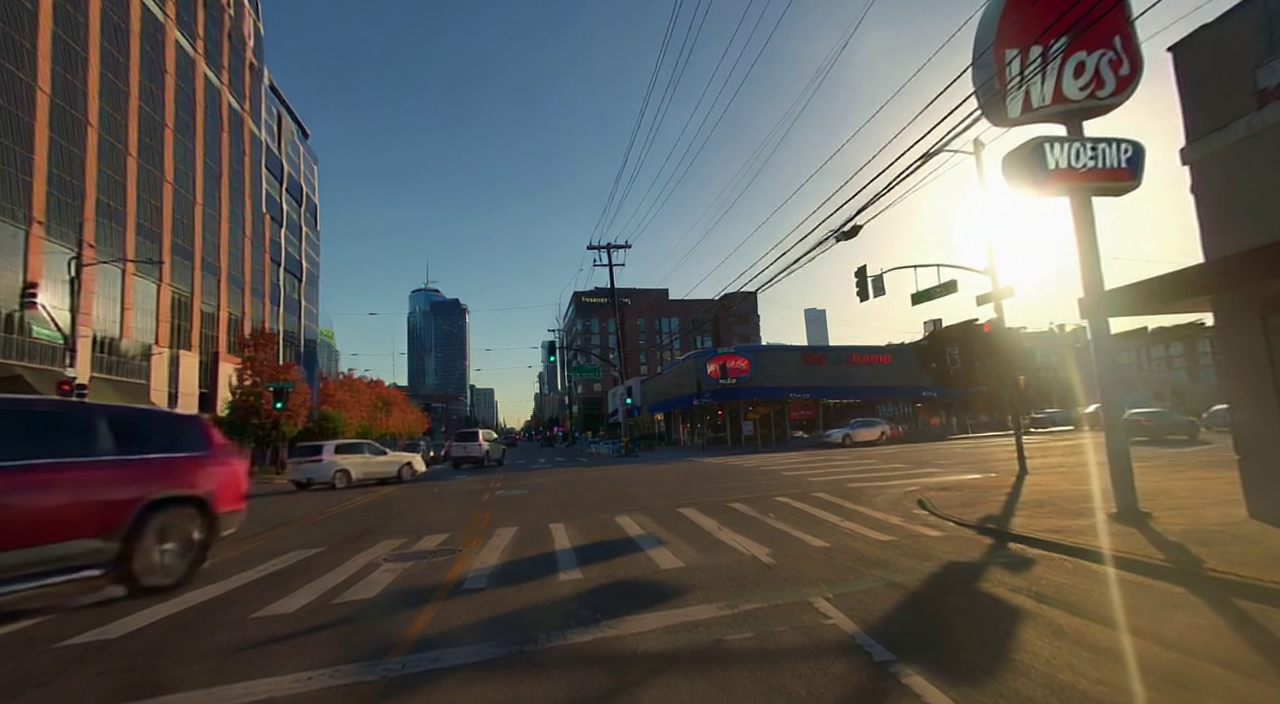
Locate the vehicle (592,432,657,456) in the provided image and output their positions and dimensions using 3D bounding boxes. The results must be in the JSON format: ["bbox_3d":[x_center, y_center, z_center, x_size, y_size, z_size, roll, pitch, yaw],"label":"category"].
[{"bbox_3d":[-1.173,6.751,46.521,4.506,1.733,1.857,2,-8,-13],"label":"vehicle"}]

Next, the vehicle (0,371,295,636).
[{"bbox_3d":[-5.972,1.247,5.462,2.374,1.985,5.588,-1,-8,6],"label":"vehicle"}]

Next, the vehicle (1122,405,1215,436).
[{"bbox_3d":[27.457,3.610,32.802,4.707,1.487,1.907,4,-9,-27],"label":"vehicle"}]

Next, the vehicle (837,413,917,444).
[{"bbox_3d":[14.408,4.696,38.312,4.474,1.788,2.039,4,-9,-29],"label":"vehicle"}]

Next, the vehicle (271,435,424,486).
[{"bbox_3d":[-9.978,3.701,21.922,2.166,1.579,4.300,-5,-9,27],"label":"vehicle"}]

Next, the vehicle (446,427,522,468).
[{"bbox_3d":[-7.078,4.400,29.218,2.105,1.761,4.292,-1,-8,5],"label":"vehicle"}]

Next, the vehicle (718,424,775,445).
[{"bbox_3d":[7.569,5.943,45.141,1.866,1.430,3.901,5,-10,-31],"label":"vehicle"}]
